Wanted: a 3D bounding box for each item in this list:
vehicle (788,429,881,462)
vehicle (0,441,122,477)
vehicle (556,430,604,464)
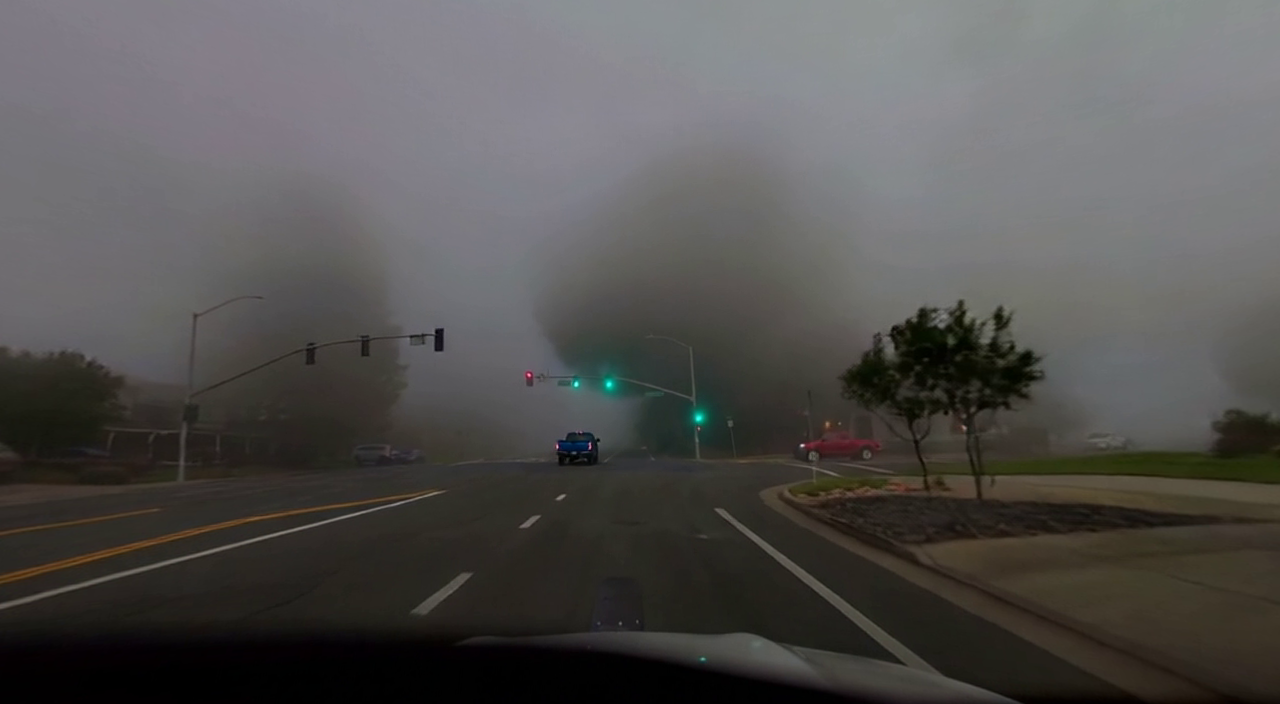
[{"bbox_3d":[10.772,5.204,35.231,4.500,1.761,1.975,0,-9,1],"label":"vehicle"},{"bbox_3d":[-29.042,5.366,31.705,4.092,1.624,1.965,1,-11,-12],"label":"vehicle"},{"bbox_3d":[-3.690,6.066,40.240,2.508,2.001,5.880,0,-9,0],"label":"vehicle"}]
